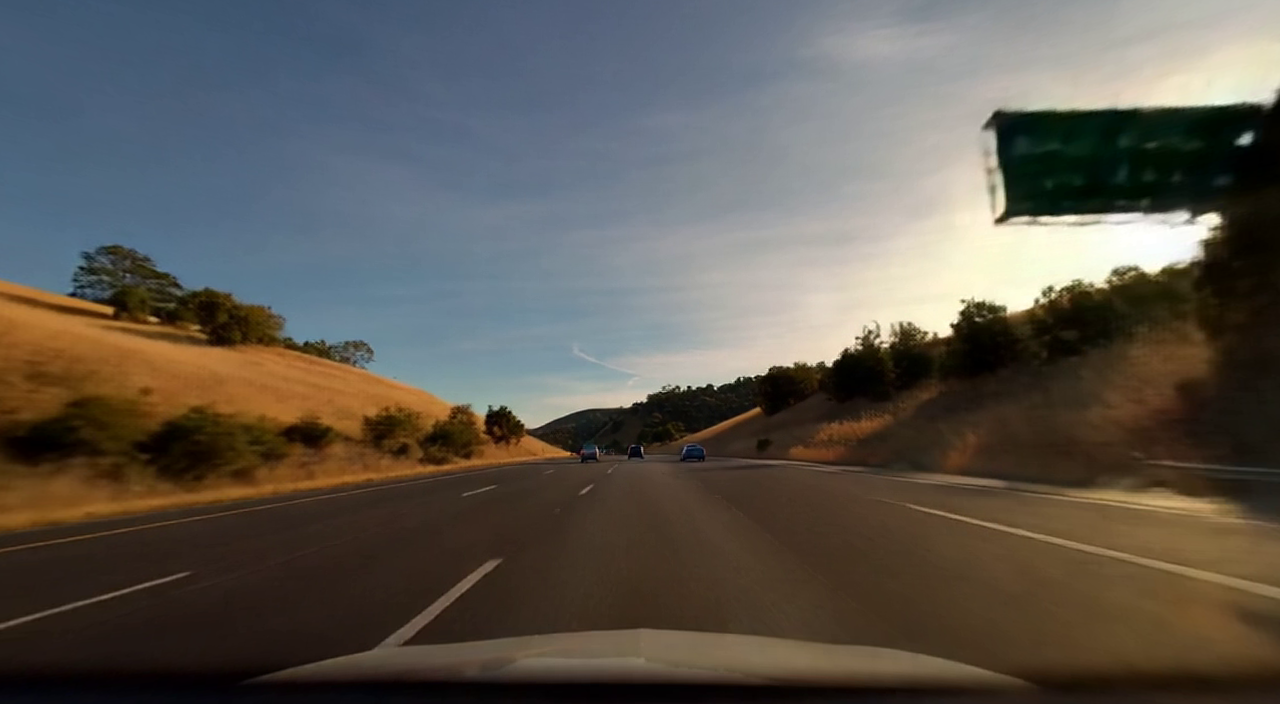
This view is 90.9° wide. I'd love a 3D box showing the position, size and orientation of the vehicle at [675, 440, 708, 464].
[{"bbox_3d":[3.876,7.559,47.717,1.995,1.712,4.206,0,-8,-2],"label":"vehicle"}]
